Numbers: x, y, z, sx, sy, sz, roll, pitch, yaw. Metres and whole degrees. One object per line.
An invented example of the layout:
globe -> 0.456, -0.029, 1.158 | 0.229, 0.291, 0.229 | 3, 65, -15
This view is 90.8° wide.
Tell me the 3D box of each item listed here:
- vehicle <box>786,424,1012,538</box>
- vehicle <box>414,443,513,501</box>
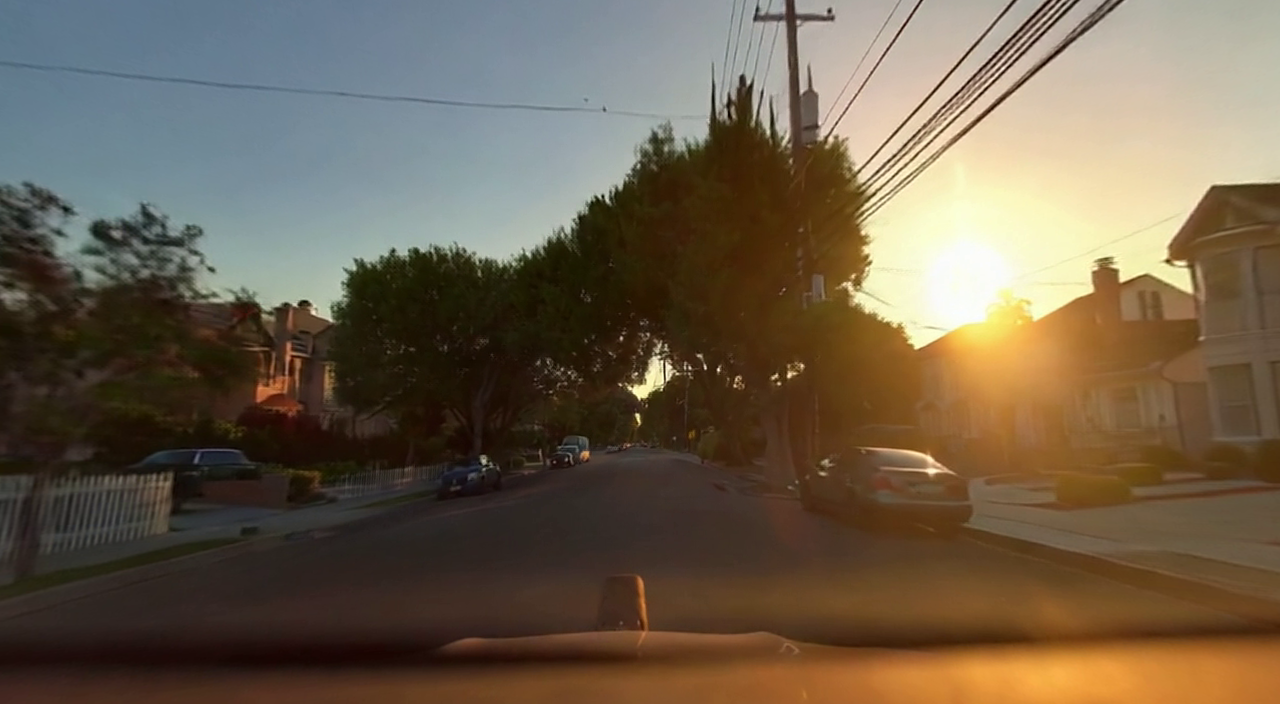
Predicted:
vehicle -> 4.085, 2.093, 10.822 | 2.020, 1.558, 3.925 | 0, -8, -3
vehicle -> -5.915, 4.043, 21.859 | 1.954, 1.551, 5.128 | -3, -7, 0
